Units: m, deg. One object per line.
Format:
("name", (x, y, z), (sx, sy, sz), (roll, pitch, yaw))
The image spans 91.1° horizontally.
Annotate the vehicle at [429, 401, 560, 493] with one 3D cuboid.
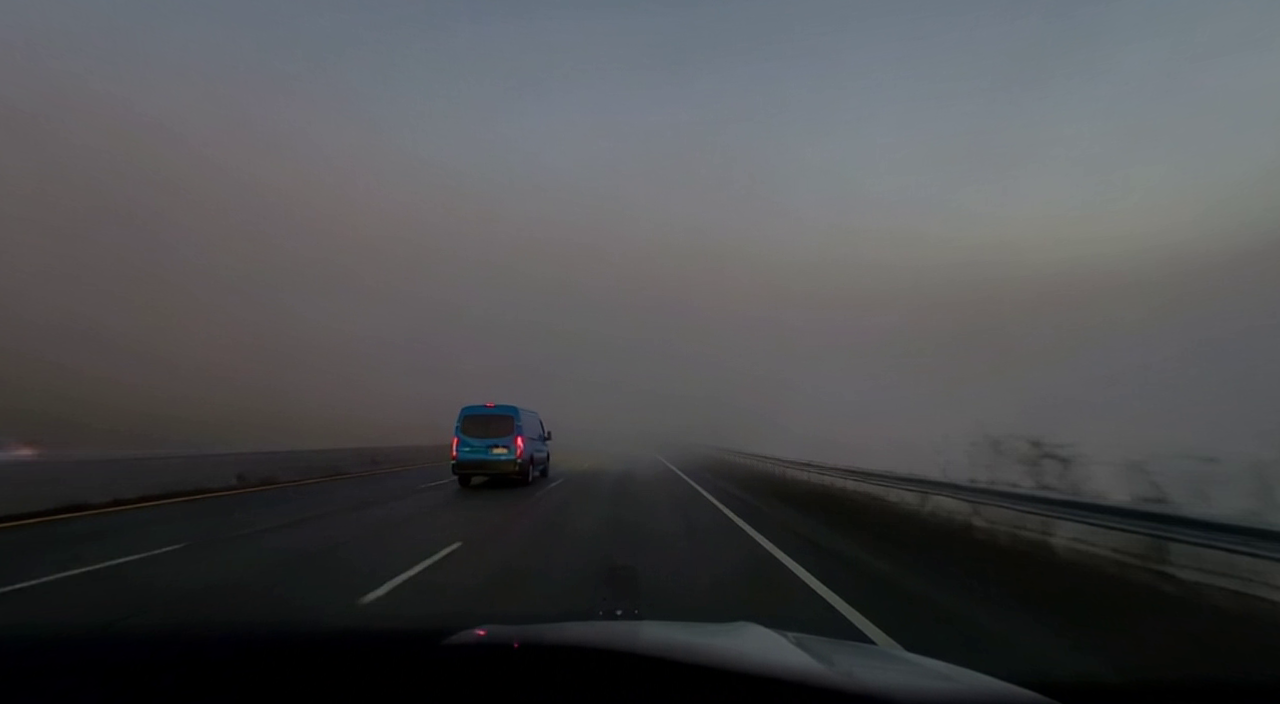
("vehicle", (-3.595, 2.461, 16.649), (2.309, 2.053, 4.884), (0, -8, 0))
